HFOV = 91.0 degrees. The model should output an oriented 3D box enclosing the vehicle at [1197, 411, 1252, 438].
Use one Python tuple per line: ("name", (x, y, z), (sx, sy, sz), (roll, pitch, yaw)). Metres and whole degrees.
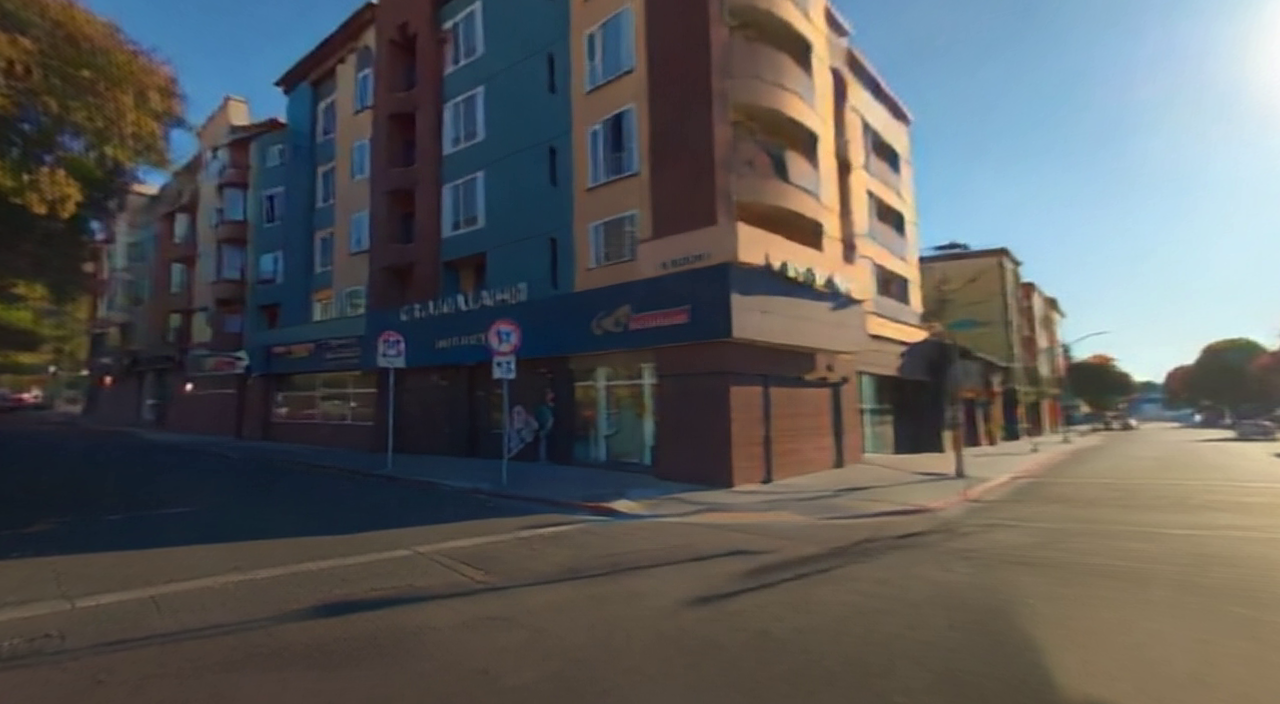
("vehicle", (42.884, 5.365, 46.259), (2.152, 1.874, 4.209), (-4, -9, 33))
